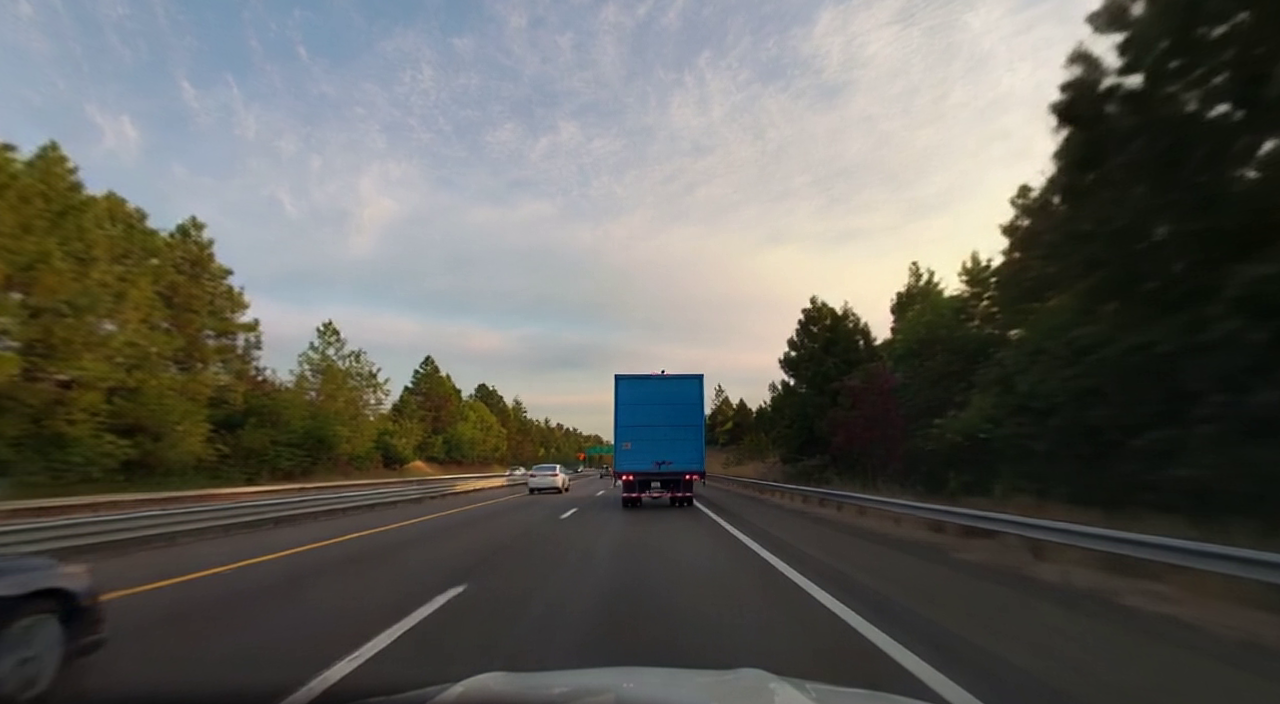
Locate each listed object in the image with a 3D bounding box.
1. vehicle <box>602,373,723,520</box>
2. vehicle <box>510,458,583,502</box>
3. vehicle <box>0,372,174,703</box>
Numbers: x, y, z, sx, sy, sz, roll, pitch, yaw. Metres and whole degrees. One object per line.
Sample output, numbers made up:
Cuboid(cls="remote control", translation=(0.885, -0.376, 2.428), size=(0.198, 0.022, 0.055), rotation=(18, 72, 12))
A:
Cuboid(cls="vehicle", translation=(0.589, 3.209, 20.703), size=(3.008, 3.678, 9.512), rotation=(1, -10, 0))
Cuboid(cls="vehicle", translation=(-3.594, 5.053, 25.125), size=(2.079, 1.506, 4.821), rotation=(0, -10, 1))
Cuboid(cls="vehicle", translation=(-3.828, 0.687, 1.361), size=(2.076, 1.691, 4.555), rotation=(1, -10, 0))
